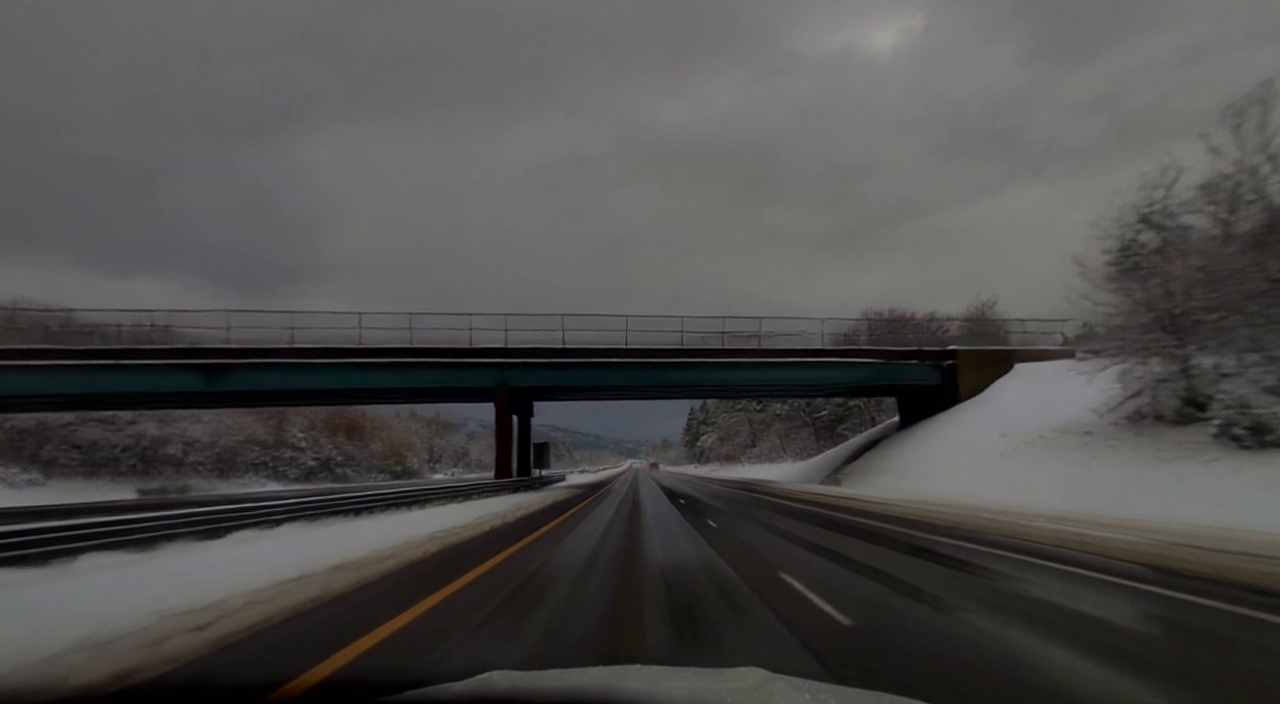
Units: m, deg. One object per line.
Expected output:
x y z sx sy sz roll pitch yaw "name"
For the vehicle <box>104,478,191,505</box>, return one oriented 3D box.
-30.051 8.491 38.619 1.812 1.448 4.317 1 -10 1 "vehicle"
